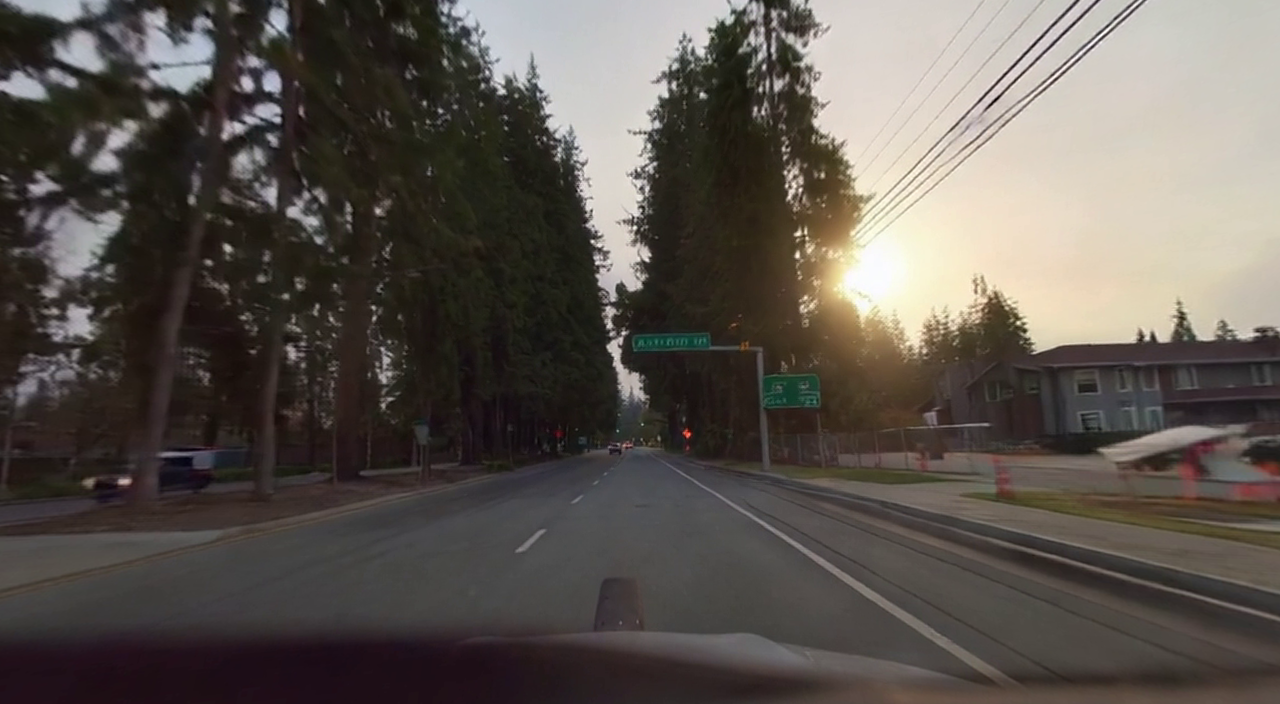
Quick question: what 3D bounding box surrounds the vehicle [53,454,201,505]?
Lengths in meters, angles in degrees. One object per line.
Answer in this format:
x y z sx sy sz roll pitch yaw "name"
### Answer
-20.212 4.994 25.210 2.076 1.663 4.545 -3 -9 0 "vehicle"
